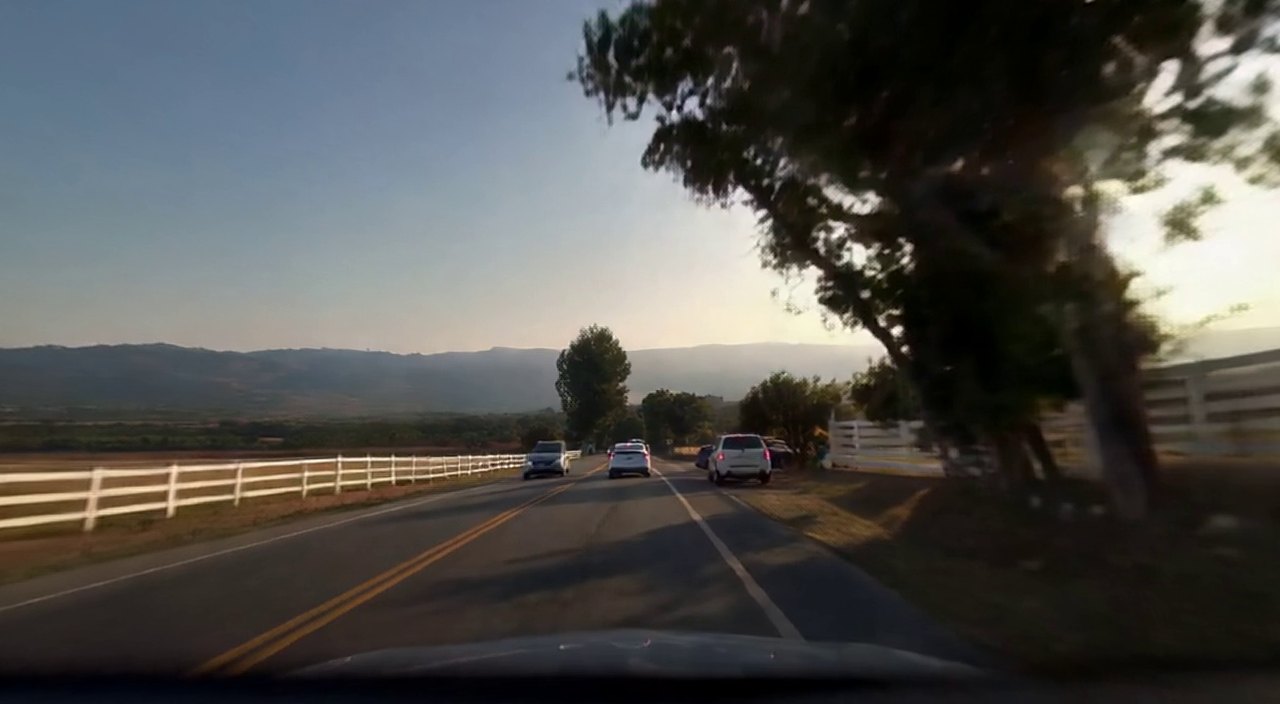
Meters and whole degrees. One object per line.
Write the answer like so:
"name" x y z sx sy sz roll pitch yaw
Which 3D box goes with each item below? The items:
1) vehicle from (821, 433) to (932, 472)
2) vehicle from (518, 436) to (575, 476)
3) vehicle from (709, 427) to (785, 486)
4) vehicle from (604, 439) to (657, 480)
"vehicle" 9.999 4.287 27.100 1.975 1.545 4.333 3 -9 -22
"vehicle" -4.945 5.603 34.119 2.221 1.965 5.135 0 -9 1
"vehicle" 3.886 3.914 23.922 2.348 1.969 5.269 -1 -9 5
"vehicle" -0.391 4.683 27.799 2.158 1.669 4.006 0 -9 0
